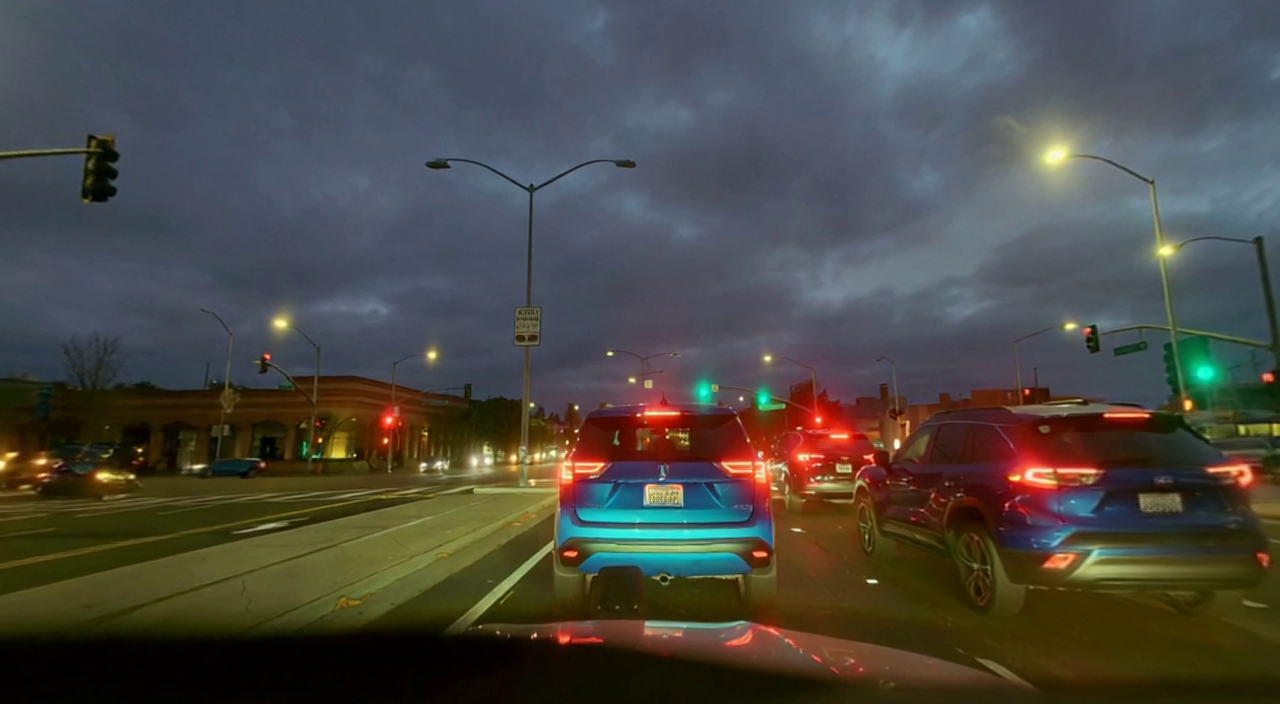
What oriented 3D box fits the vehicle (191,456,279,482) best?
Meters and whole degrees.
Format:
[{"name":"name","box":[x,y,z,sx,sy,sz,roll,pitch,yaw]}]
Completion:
[{"name":"vehicle","box":[-24.889,7.177,38.980,4.255,1.444,1.864,4,-9,-24]}]

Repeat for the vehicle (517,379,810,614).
[{"name":"vehicle","box":[0.228,1.470,7.258,2.292,1.840,4.394,0,-9,1]}]

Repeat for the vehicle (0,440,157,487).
[{"name":"vehicle","box":[-24.559,4.838,27.551,5.062,1.946,2.243,0,-9,-1]}]

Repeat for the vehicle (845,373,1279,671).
[{"name":"vehicle","box":[3.564,1.295,5.841,2.018,1.701,4.288,0,-9,2]}]
